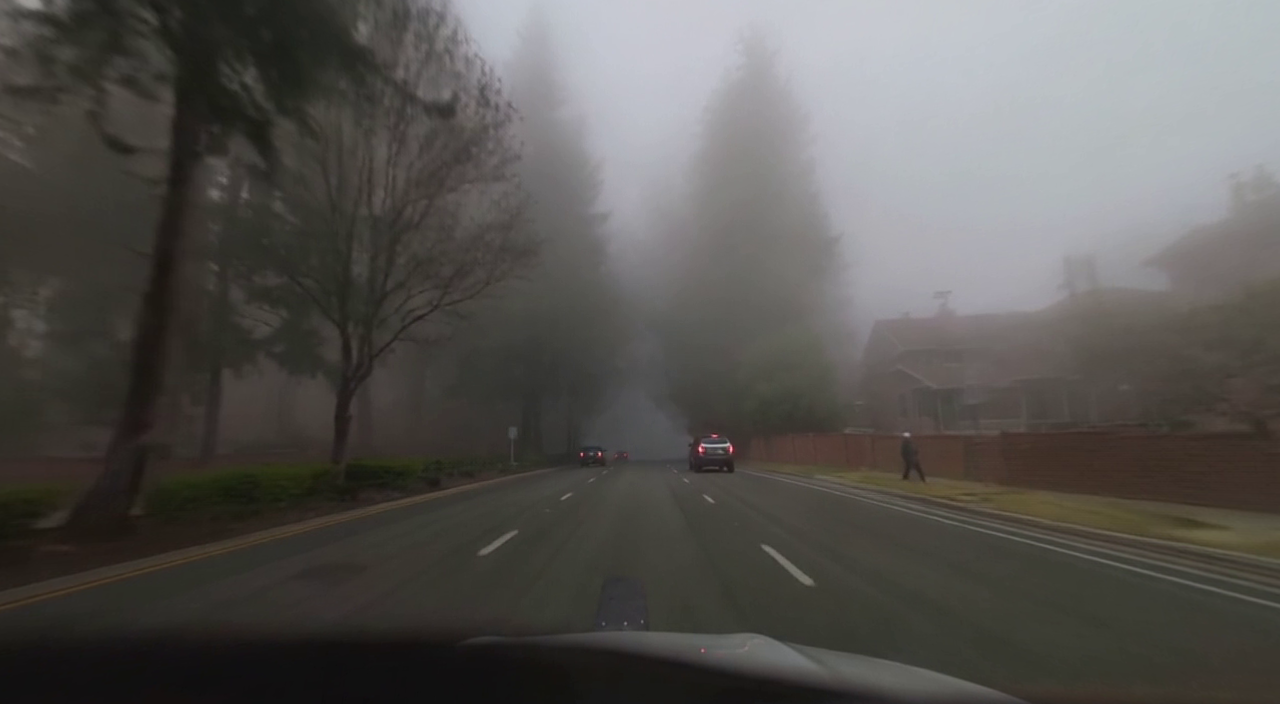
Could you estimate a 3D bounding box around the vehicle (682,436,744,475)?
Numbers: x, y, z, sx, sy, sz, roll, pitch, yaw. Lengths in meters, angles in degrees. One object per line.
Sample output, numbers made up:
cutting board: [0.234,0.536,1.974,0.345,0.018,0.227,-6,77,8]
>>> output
vehicle: [3.421,4.986,30.633,2.321,1.695,5.037,0,-8,-1]

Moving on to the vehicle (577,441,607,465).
vehicle: [-3.650,7.815,48.952,2.002,1.747,4.728,0,-8,0]
